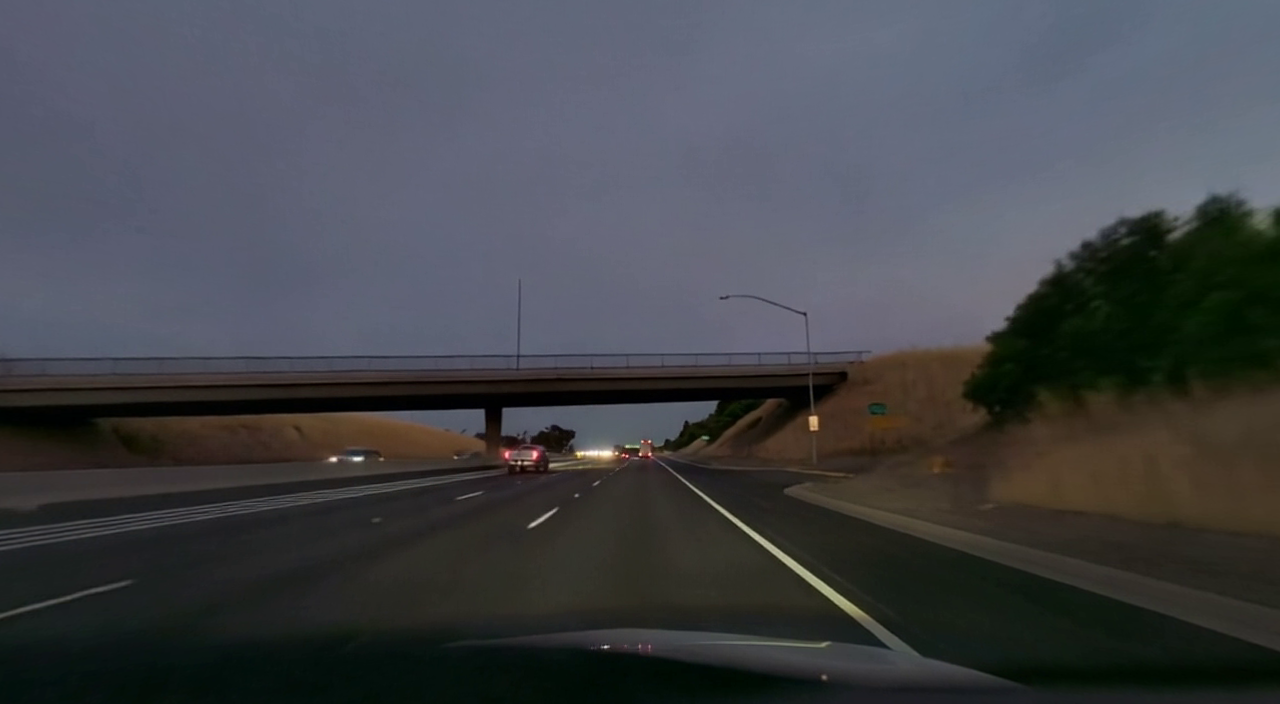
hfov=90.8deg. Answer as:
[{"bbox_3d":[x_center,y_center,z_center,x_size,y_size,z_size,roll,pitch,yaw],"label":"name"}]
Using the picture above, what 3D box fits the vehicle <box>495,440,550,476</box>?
[{"bbox_3d":[-6.791,6.197,37.130,2.232,1.947,5.180,0,-9,0],"label":"vehicle"}]
